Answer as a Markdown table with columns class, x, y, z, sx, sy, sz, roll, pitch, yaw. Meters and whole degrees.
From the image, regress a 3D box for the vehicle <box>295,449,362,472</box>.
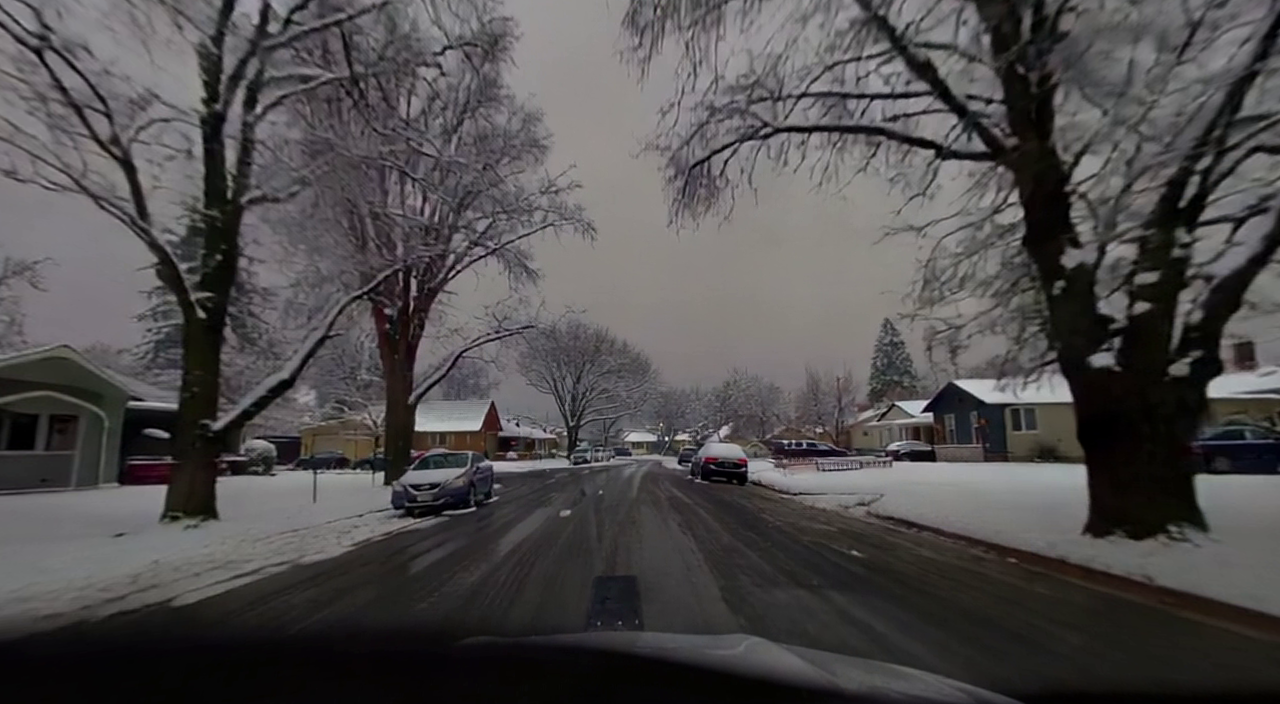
| class | x | y | z | sx | sy | sz | roll | pitch | yaw |
| --- | --- | --- | --- | --- | --- | --- | --- | --- | --- |
| vehicle | -21.249 | 7.429 | 43.209 | 3.610 | 1.501 | 1.814 | -1 | -9 | 4 |

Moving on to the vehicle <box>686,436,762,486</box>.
| class | x | y | z | sx | sy | sz | roll | pitch | yaw |
| --- | --- | --- | --- | --- | --- | --- | --- | --- | --- |
| vehicle | 3.232 | 4.352 | 25.504 | 2.228 | 1.813 | 4.901 | 0 | -9 | -2 |

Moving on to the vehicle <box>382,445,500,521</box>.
| class | x | y | z | sx | sy | sz | roll | pitch | yaw |
| --- | --- | --- | --- | --- | --- | --- | --- | --- | --- |
| vehicle | -4.838 | 3.199 | 16.109 | 1.981 | 1.463 | 4.631 | 0 | -7 | -6 |

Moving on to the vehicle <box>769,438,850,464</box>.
| class | x | y | z | sx | sy | sz | roll | pitch | yaw |
| --- | --- | --- | --- | --- | --- | --- | --- | --- | --- |
| vehicle | 11.151 | 6.527 | 41.721 | 4.781 | 1.700 | 1.914 | 1 | -9 | -4 |

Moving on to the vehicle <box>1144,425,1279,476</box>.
| class | x | y | z | sx | sy | sz | roll | pitch | yaw |
| --- | --- | --- | --- | --- | --- | --- | --- | --- | --- |
| vehicle | 18.797 | 3.045 | 19.584 | 4.484 | 1.492 | 2.071 | 0 | -9 | 0 |
